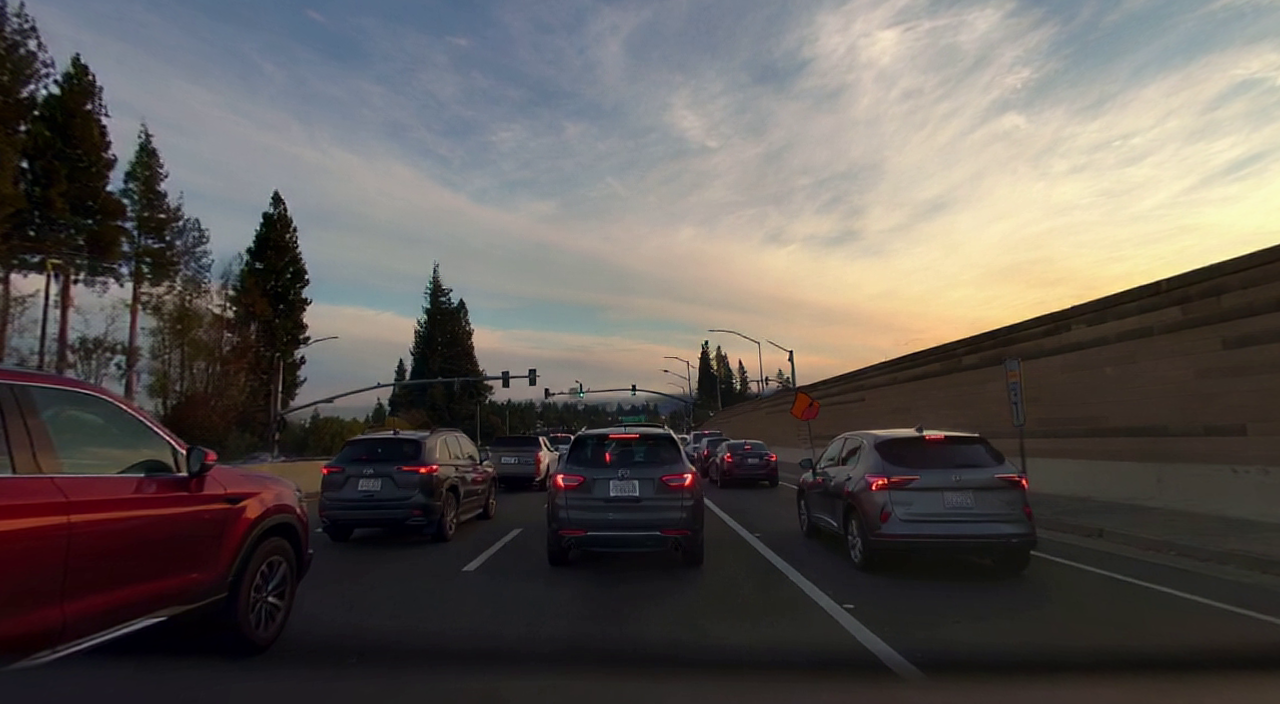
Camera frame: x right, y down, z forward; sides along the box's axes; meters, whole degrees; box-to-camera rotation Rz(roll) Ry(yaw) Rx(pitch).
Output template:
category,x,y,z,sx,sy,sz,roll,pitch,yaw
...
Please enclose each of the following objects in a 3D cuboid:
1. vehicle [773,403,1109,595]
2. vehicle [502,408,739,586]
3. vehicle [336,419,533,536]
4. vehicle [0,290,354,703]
category,x,y,z,sx,sy,sz,roll,pitch,yaw
vehicle,3.142,1.622,7.830,2.029,1.702,4.281,0,-8,0
vehicle,-0.156,1.663,8.014,2.245,1.677,3.913,0,-8,1
vehicle,-3.508,2.243,11.907,2.067,1.759,4.631,0,-8,1
vehicle,-3.516,0.828,3.125,2.070,1.913,4.450,0,-8,0
